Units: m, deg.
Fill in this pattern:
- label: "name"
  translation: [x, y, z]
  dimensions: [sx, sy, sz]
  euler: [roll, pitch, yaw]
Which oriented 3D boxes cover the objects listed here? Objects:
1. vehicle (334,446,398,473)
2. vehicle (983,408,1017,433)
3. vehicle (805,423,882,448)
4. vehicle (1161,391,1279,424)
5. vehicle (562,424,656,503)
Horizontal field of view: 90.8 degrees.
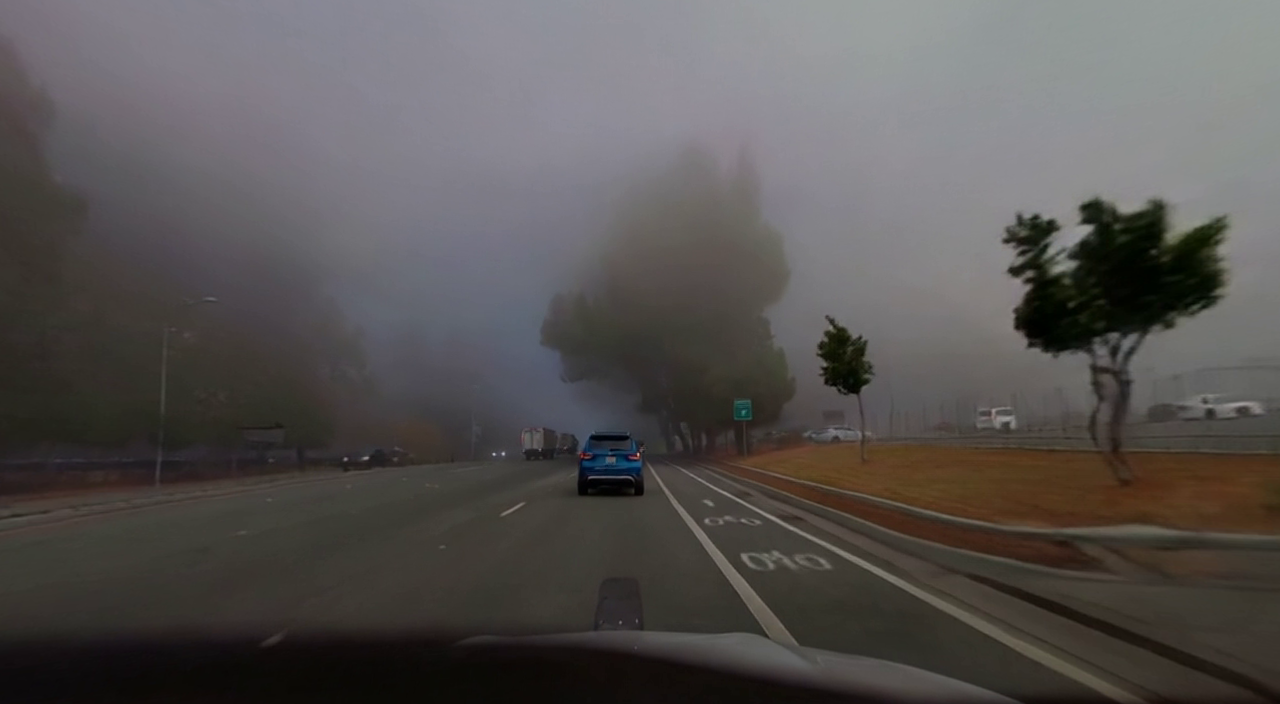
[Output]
- label: "vehicle"
  translation: [-17.475, 6.853, 40.587]
  dimensions: [1.978, 1.620, 4.642]
  euler: [0, -8, 0]
- label: "vehicle"
  translation: [26.348, 5.080, 46.345]
  dimensions: [1.895, 1.576, 4.434]
  euler: [-5, -10, 27]
- label: "vehicle"
  translation: [12.653, 5.239, 39.472]
  dimensions: [4.204, 1.486, 1.781]
  euler: [1, -8, -1]
- label: "vehicle"
  translation: [32.682, 3.192, 35.705]
  dimensions: [1.851, 1.595, 4.463]
  euler: [5, -10, -28]
- label: "vehicle"
  translation: [-0.733, 2.836, 16.437]
  dimensions: [2.131, 1.761, 4.242]
  euler: [0, -8, -1]
